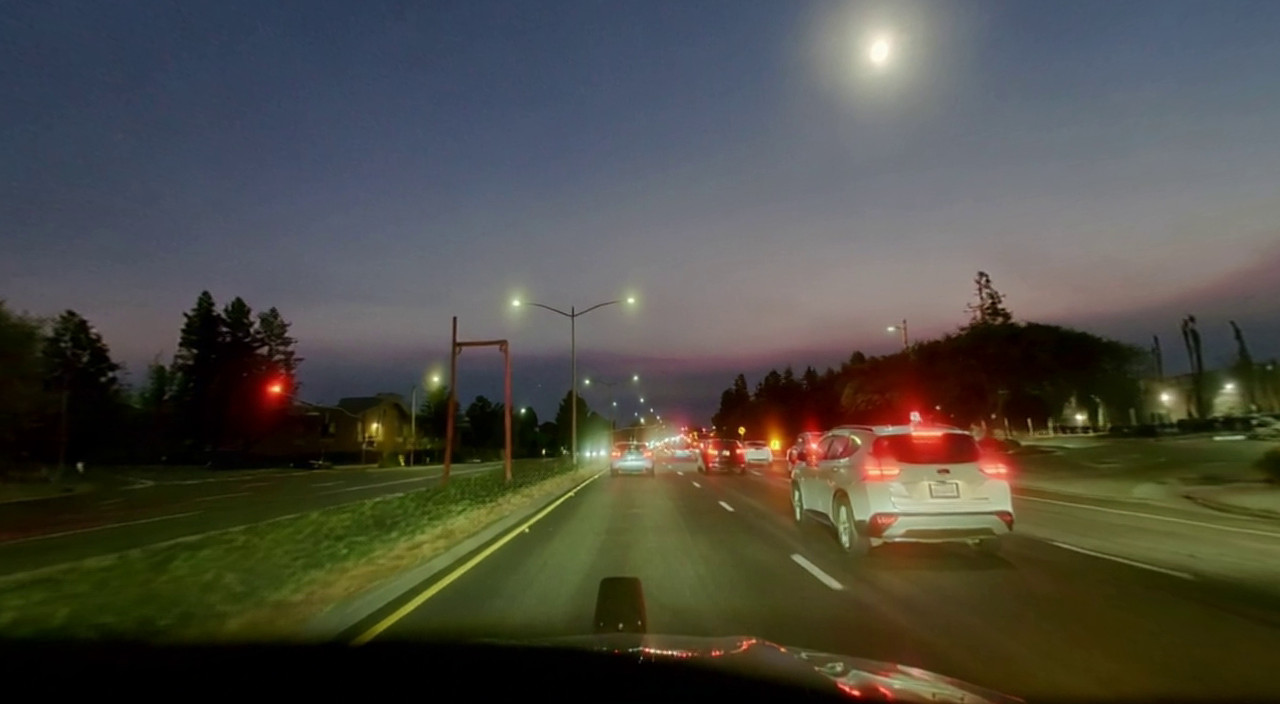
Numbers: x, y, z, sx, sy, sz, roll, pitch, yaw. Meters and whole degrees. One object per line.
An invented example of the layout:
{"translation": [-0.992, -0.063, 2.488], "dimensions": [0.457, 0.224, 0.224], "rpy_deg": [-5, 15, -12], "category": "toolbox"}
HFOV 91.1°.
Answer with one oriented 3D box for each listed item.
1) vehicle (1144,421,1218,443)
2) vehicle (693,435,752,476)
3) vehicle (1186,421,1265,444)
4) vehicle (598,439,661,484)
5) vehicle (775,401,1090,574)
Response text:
{"translation": [39.913, 5.963, 46.477], "dimensions": [1.839, 1.506, 4.108], "rpy_deg": [0, -9, 1], "category": "vehicle"}
{"translation": [3.658, 4.703, 28.615], "dimensions": [1.982, 1.709, 4.427], "rpy_deg": [0, -9, -1], "category": "vehicle"}
{"translation": [42.642, 5.861, 45.842], "dimensions": [1.929, 1.517, 3.953], "rpy_deg": [-3, -7, 1], "category": "vehicle"}
{"translation": [-0.336, 3.987, 23.175], "dimensions": [2.111, 1.506, 4.018], "rpy_deg": [0, -9, 0], "category": "vehicle"}
{"translation": [3.386, 1.680, 8.484], "dimensions": [2.130, 1.718, 4.310], "rpy_deg": [0, -9, 0], "category": "vehicle"}
